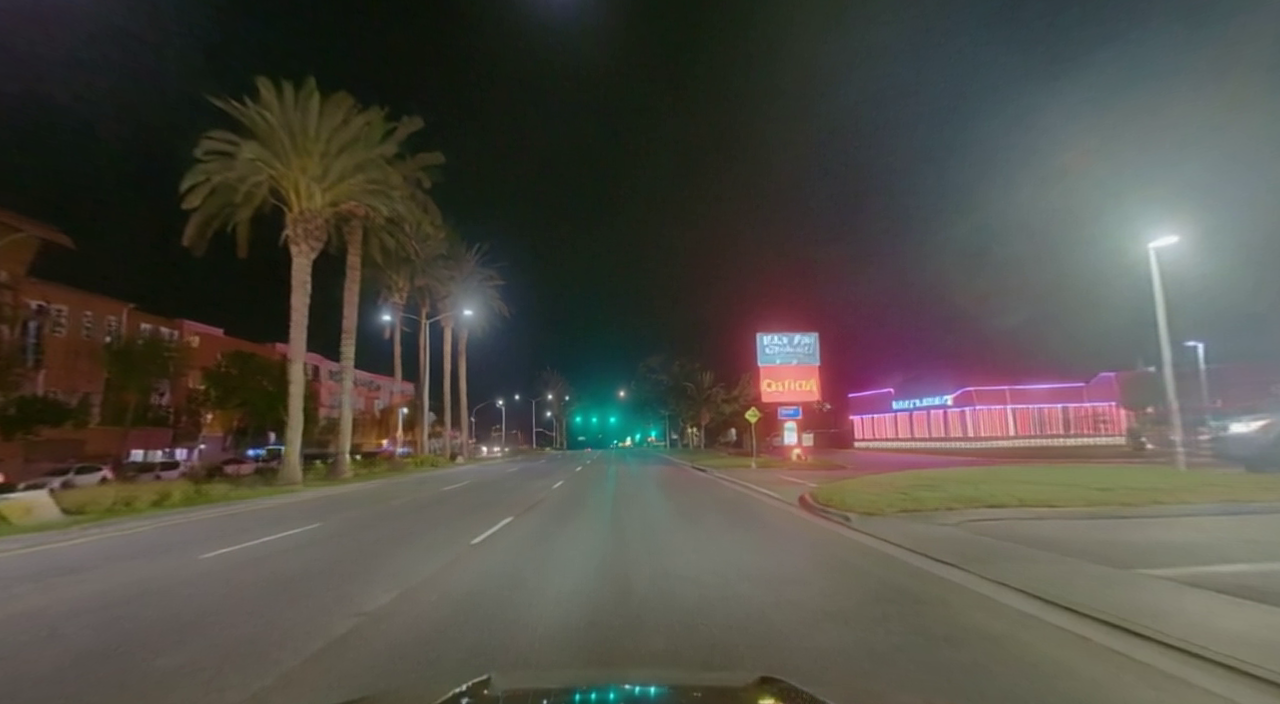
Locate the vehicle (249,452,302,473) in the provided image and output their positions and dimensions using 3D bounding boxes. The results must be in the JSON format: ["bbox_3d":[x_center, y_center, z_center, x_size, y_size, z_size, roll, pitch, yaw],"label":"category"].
[{"bbox_3d":[-28.545,8.641,49.564,1.771,1.494,4.088,0,-8,-2],"label":"vehicle"}]

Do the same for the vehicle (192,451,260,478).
[{"bbox_3d":[-28.195,7.628,43.162,1.938,1.667,4.364,1,-8,-5],"label":"vehicle"}]

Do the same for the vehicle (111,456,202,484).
[{"bbox_3d":[-27.975,6.820,36.755,1.807,1.446,4.605,0,-8,-2],"label":"vehicle"}]

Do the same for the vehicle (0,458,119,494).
[{"bbox_3d":[-27.474,5.808,29.908,1.861,1.474,4.719,1,-8,-4],"label":"vehicle"}]
